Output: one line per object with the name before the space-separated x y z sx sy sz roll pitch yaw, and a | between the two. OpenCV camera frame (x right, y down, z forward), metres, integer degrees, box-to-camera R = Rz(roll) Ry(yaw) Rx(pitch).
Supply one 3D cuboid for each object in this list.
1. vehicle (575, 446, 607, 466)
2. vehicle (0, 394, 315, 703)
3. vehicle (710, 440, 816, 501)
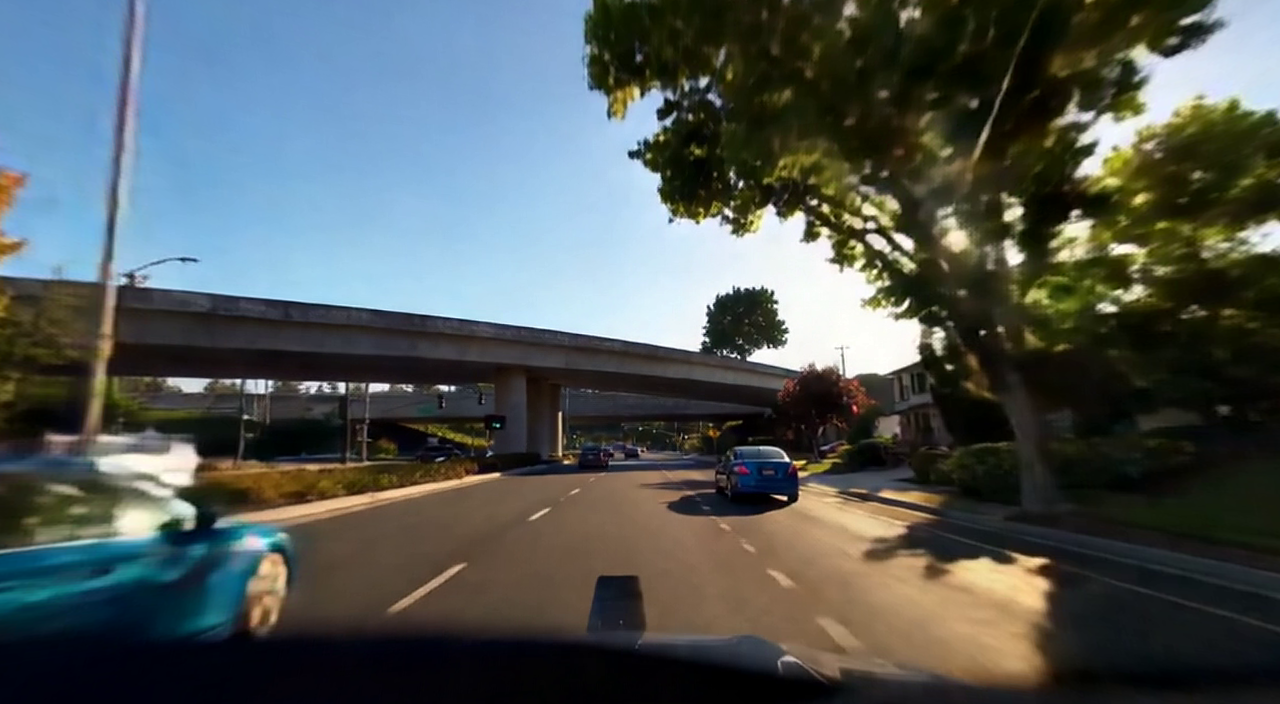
vehicle | -3.678 7.920 48.303 2.041 1.460 4.036 0 -8 1
vehicle | -3.342 0.887 2.179 2.060 1.484 4.417 0 -8 0
vehicle | 3.303 3.267 17.901 2.068 1.497 4.247 0 -8 -1
